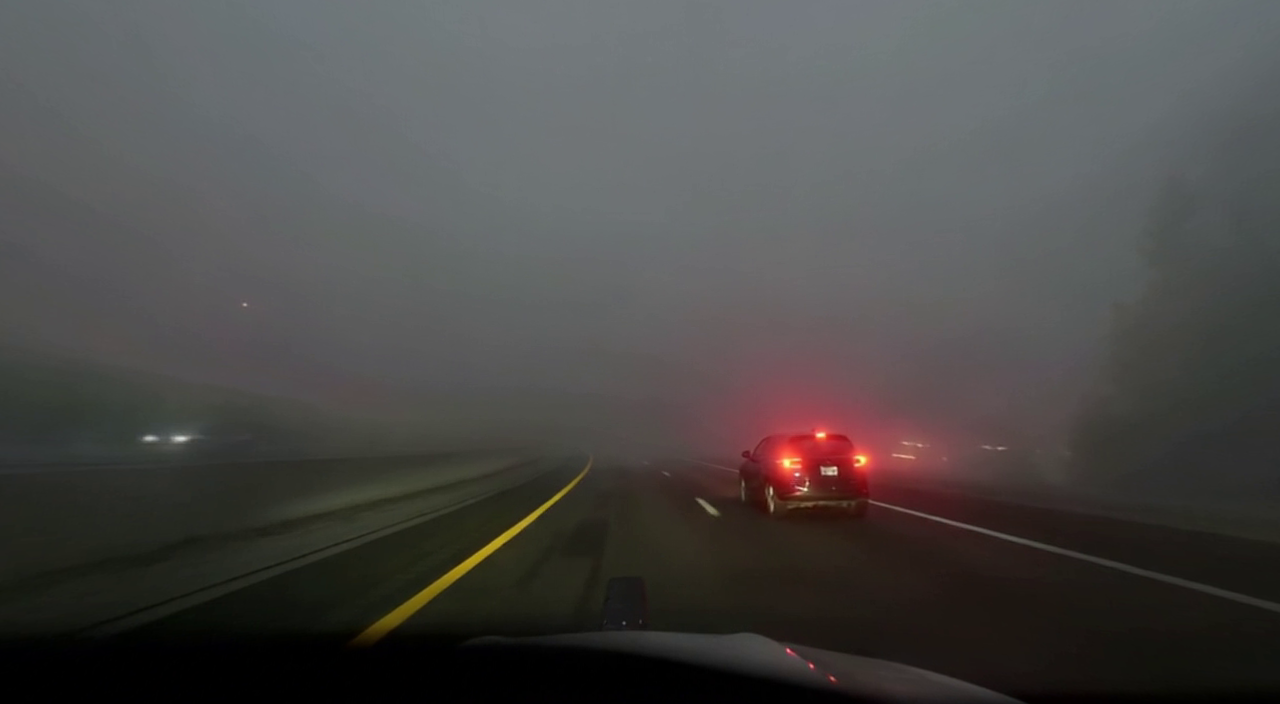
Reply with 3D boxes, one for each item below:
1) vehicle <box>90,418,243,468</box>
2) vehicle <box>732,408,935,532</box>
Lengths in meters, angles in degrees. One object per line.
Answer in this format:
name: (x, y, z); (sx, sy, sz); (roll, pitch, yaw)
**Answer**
vehicle: (-19.367, 3.786, 26.257); (2.204, 1.834, 5.549); (0, -8, -2)
vehicle: (3.023, 1.961, 10.988); (2.059, 1.715, 4.192); (0, -8, -2)
